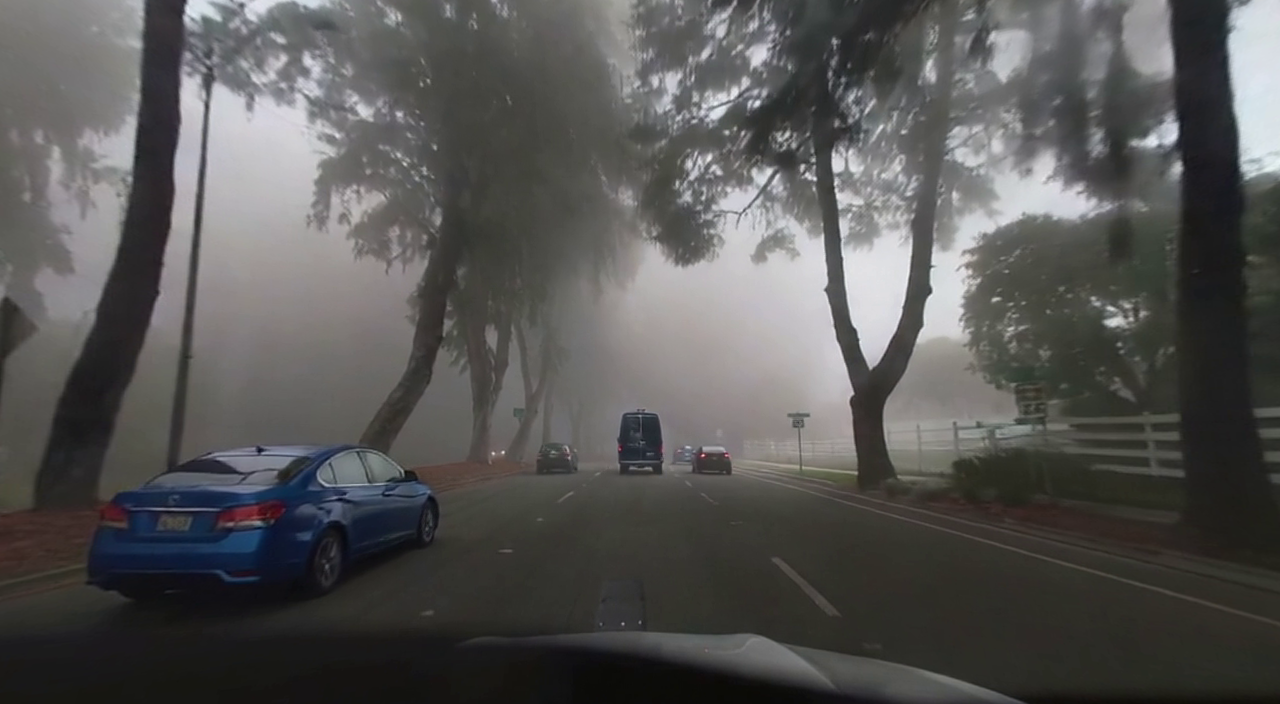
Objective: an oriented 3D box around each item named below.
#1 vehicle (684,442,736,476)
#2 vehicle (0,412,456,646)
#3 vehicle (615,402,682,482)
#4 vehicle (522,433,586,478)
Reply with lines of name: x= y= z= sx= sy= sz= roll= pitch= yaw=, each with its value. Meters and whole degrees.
vehicle: x=3.243 y=5.045 z=29.889 sx=1.945 sy=1.469 sz=4.258 roll=1 pitch=-8 yaw=-1
vehicle: x=-3.618 y=1.475 z=6.410 sx=2.036 sy=1.474 sz=4.647 roll=1 pitch=-8 yaw=0
vehicle: x=0.186 y=3.546 z=24.756 sx=2.311 sy=2.726 sz=5.814 roll=1 pitch=-8 yaw=-2
vehicle: x=-3.527 y=4.329 z=26.469 sx=2.021 sy=1.715 sz=4.329 roll=0 pitch=-8 yaw=1
